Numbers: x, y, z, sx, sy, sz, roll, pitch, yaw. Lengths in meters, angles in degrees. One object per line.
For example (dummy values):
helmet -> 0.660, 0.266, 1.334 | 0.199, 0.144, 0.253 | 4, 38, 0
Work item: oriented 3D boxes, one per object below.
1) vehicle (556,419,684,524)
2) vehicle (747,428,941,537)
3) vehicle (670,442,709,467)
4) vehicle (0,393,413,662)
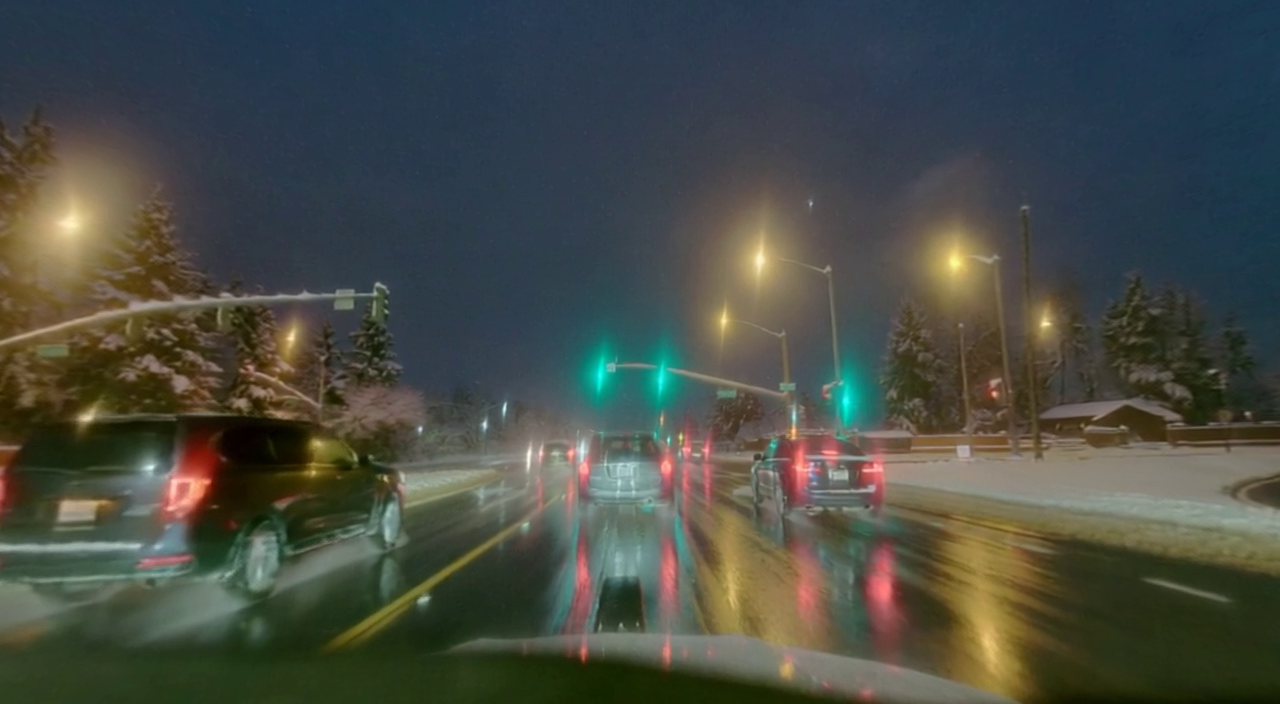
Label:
vehicle -> -0.354, 2.317, 12.731 | 2.150, 1.725, 4.096 | 0, -8, -1
vehicle -> 3.307, 2.198, 11.246 | 2.068, 1.541, 4.041 | 0, -8, 0
vehicle -> 3.150, 6.645, 41.160 | 2.171, 1.469, 4.420 | 0, -8, 0
vehicle -> -3.794, 1.354, 5.890 | 1.823, 1.602, 4.061 | 0, -8, 0
